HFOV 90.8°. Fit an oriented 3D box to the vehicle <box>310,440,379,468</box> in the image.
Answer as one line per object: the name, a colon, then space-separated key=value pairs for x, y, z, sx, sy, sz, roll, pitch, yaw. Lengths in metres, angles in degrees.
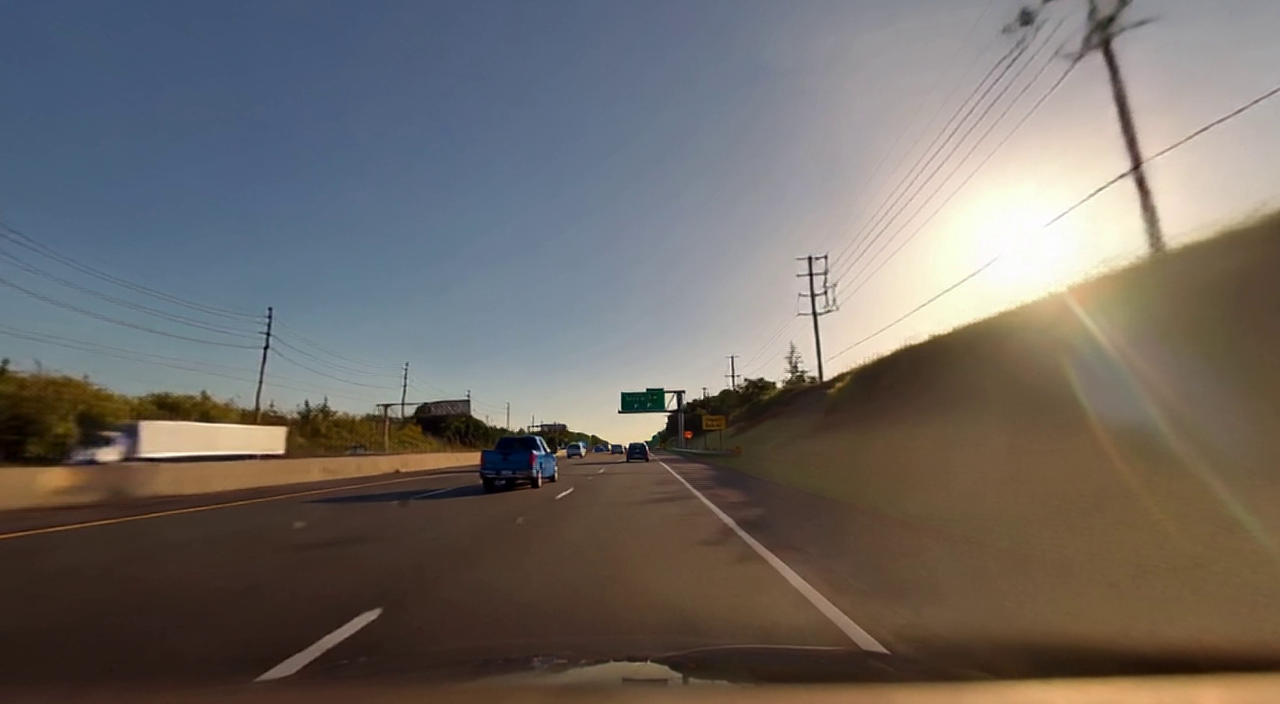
vehicle: x=-17.332 y=6.000 z=37.307 sx=1.939 sy=1.491 sz=4.501 roll=-1 pitch=-9 yaw=0

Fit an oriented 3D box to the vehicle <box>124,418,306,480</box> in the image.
vehicle: x=-28.479 y=6.718 z=43.892 sx=2.822 sy=3.547 sz=14.494 roll=0 pitch=-9 yaw=-1

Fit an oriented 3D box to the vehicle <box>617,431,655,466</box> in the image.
vehicle: x=-0.269 y=6.344 z=41.571 sx=2.358 sy=2.144 sz=4.713 roll=0 pitch=-9 yaw=-1

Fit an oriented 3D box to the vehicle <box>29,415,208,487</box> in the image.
vehicle: x=-28.424 y=5.463 z=35.108 sx=2.989 sy=3.464 sz=8.035 roll=0 pitch=-9 yaw=0

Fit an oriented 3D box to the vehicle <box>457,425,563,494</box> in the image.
vehicle: x=-3.807 y=3.279 z=19.599 sx=2.204 sy=1.812 sz=5.289 roll=0 pitch=-9 yaw=0
